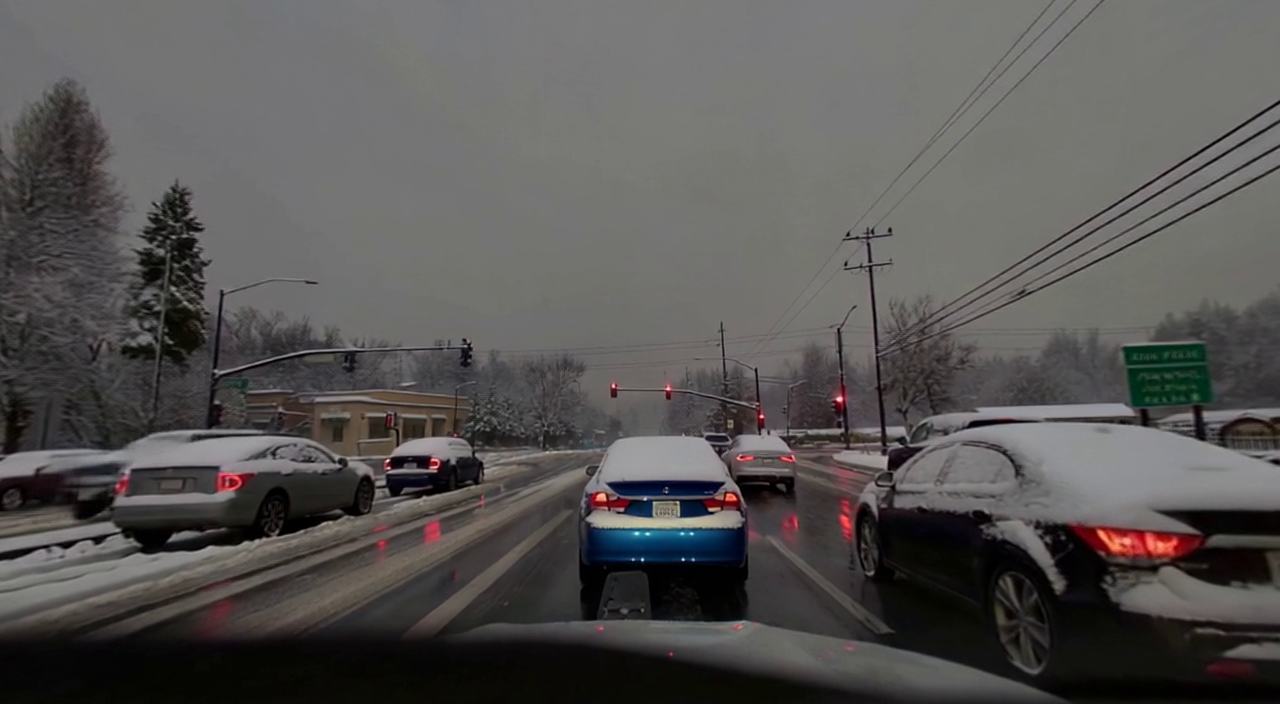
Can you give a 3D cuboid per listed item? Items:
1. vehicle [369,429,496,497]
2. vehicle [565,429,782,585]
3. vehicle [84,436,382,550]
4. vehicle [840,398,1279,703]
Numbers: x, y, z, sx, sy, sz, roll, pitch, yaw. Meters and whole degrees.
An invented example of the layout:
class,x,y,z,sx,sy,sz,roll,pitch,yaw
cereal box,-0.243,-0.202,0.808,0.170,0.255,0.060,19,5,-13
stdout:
class,x,y,z,sx,sy,sz,roll,pitch,yaw
vehicle,-6.261,3.406,19.832,2.070,1.824,5.196,-1,-8,2
vehicle,0.317,1.802,8.196,2.109,1.483,3.964,0,-8,0
vehicle,-6.413,2.224,10.813,1.955,1.497,4.639,-1,-8,1
vehicle,3.137,1.255,4.795,1.870,1.523,4.096,0,-8,0
